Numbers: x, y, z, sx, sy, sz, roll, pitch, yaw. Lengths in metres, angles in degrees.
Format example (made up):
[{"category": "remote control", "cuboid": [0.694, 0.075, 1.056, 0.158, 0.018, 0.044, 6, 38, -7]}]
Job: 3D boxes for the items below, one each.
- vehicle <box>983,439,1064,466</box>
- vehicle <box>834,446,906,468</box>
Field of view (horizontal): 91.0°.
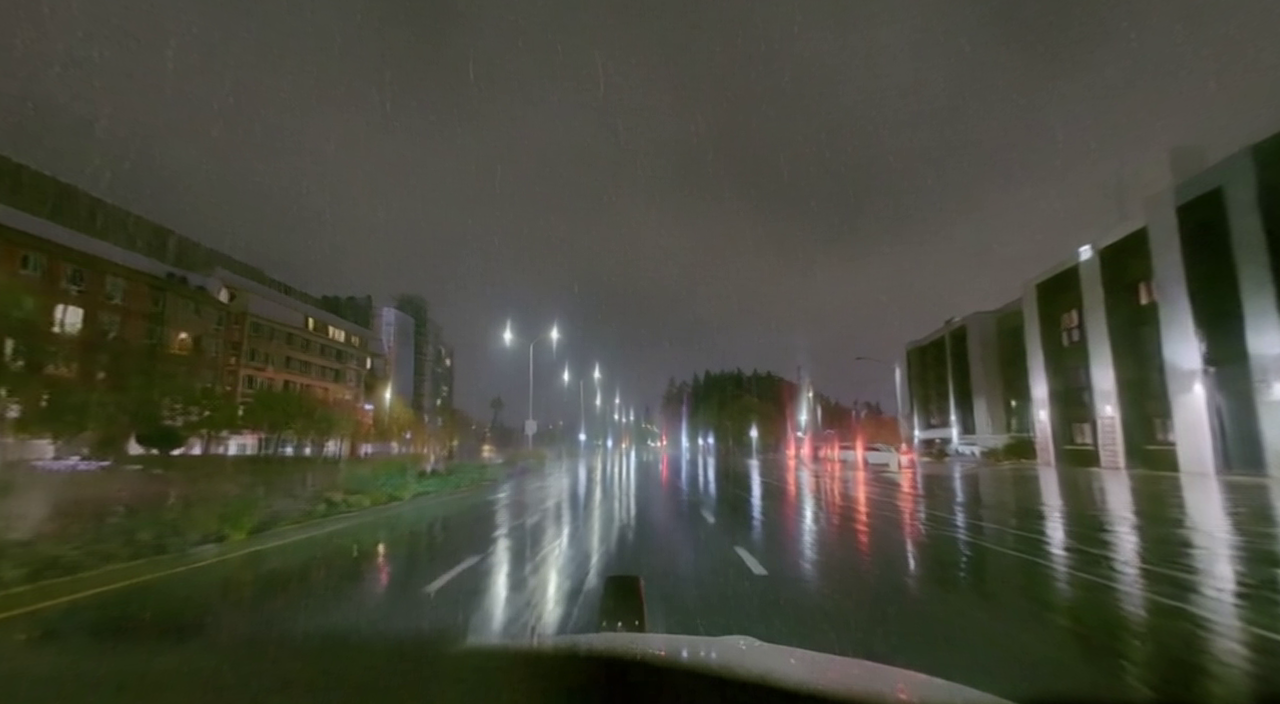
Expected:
[{"category": "vehicle", "cuboid": [28.491, 7.487, 46.824, 4.627, 1.659, 1.882, -4, -7, 3]}, {"category": "vehicle", "cuboid": [16.196, 7.386, 44.484, 4.331, 1.469, 2.008, -1, -9, 4]}]
